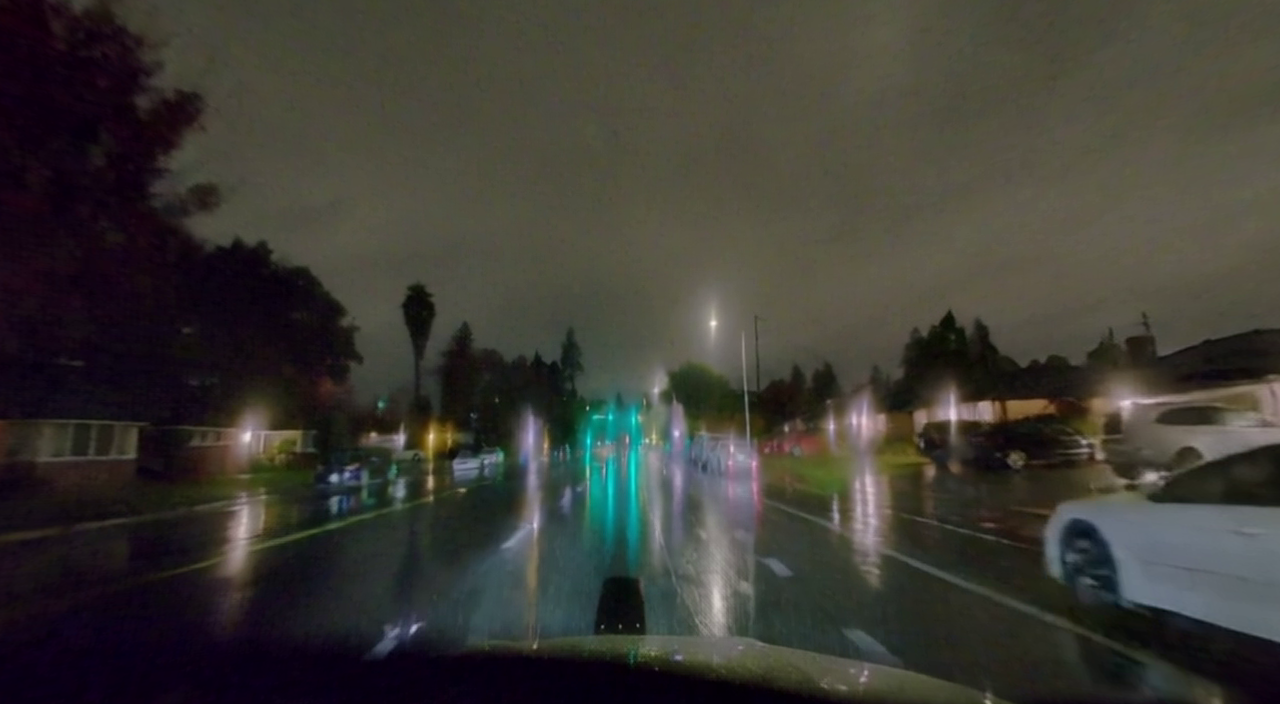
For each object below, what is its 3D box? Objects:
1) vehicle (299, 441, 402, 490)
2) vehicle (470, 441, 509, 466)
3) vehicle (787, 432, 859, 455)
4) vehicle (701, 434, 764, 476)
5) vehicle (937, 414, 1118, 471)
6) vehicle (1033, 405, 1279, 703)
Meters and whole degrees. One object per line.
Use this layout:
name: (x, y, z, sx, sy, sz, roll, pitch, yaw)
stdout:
vehicle: (-11.105, 4.347, 24.674, 2.091, 1.717, 4.392, 0, -8, -3)
vehicle: (-11.182, 7.573, 47.080, 1.964, 1.667, 4.217, -3, -9, -2)
vehicle: (12.185, 6.115, 42.307, 4.285, 1.434, 1.740, 0, -8, 0)
vehicle: (3.892, 4.419, 27.449, 2.007, 1.657, 4.362, 0, -8, -1)
vehicle: (12.096, 2.855, 19.979, 4.364, 1.677, 2.006, 0, -8, -1)
vehicle: (4.123, 1.006, 2.951, 1.901, 1.521, 4.204, 0, -8, 1)
